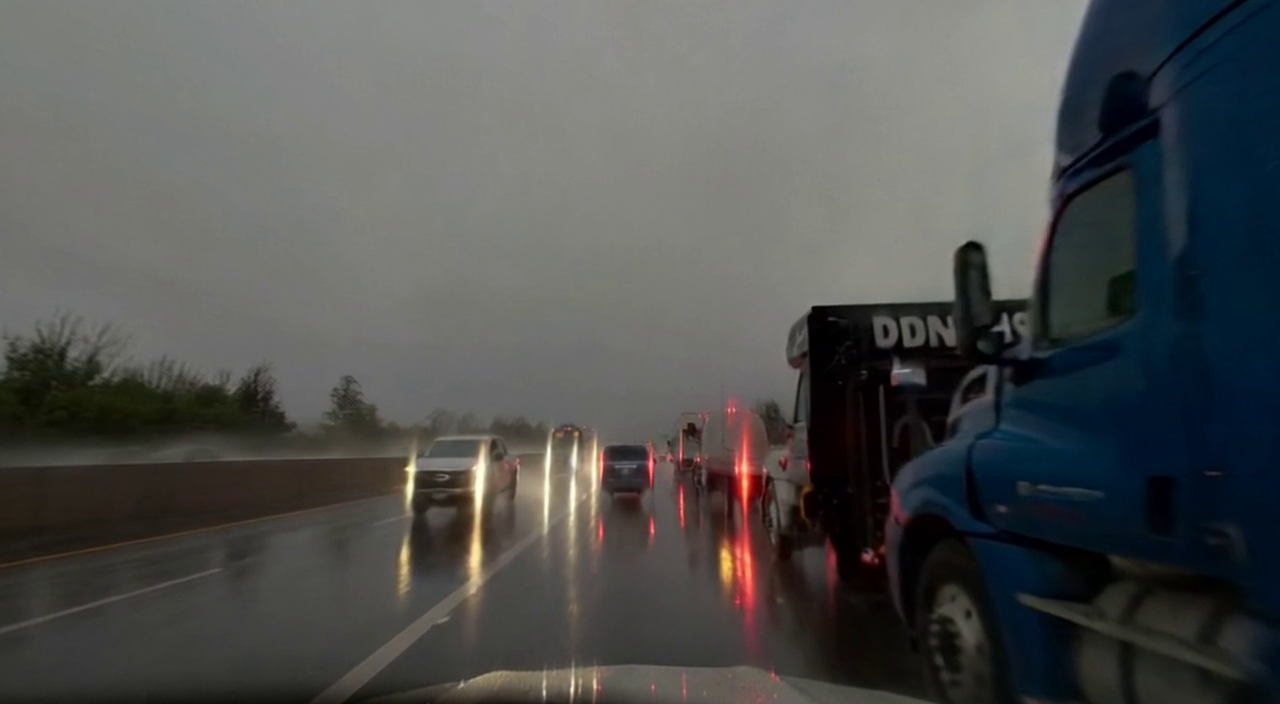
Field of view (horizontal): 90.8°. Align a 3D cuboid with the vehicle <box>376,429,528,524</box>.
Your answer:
[{"bbox_3d":[-3.887,2.653,13.916,1.986,1.733,4.209,0,-9,1],"label":"vehicle"}]

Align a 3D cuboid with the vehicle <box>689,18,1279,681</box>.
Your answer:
[{"bbox_3d":[2.999,1.025,11.679,2.934,4.123,15.785,0,-9,0],"label":"vehicle"}]

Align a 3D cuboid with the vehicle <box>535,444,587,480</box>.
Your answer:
[{"bbox_3d":[-4.019,5.654,32.756,2.074,1.717,4.089,0,-9,1],"label":"vehicle"}]

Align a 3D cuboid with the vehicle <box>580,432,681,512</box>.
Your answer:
[{"bbox_3d":[-0.245,2.957,15.944,2.201,1.719,4.058,0,-9,-1],"label":"vehicle"}]
